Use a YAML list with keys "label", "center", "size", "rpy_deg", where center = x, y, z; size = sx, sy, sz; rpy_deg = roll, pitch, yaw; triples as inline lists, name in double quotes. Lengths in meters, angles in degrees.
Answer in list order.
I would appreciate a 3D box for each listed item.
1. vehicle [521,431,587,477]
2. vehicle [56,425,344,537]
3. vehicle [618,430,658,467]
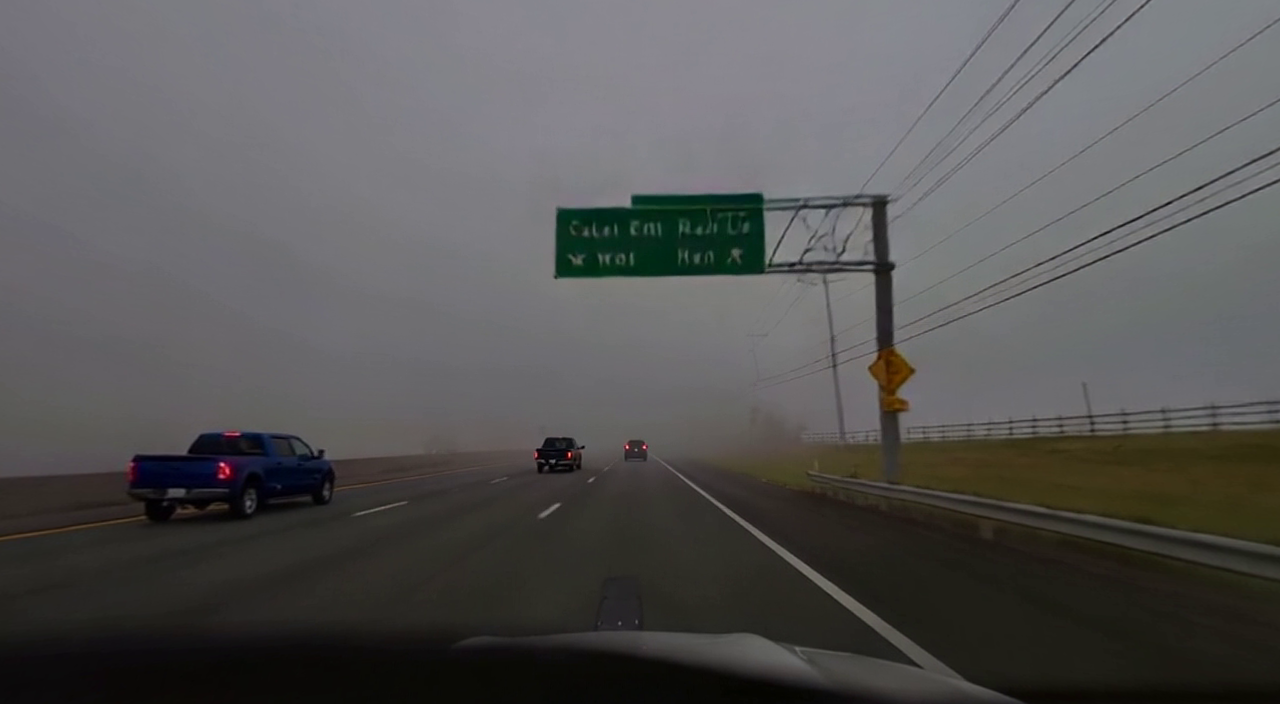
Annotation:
- label: "vehicle"
  center: [-3.718, 4.535, 28.180]
  size: [2.204, 1.812, 5.289]
  rpy_deg: [0, -9, 0]
- label: "vehicle"
  center: [-7.477, 2.218, 11.481]
  size: [2.013, 1.609, 4.446]
  rpy_deg: [-1, -9, 0]
- label: "vehicle"
  center: [-0.117, 6.098, 40.028]
  size: [2.358, 2.144, 4.713]
  rpy_deg: [-1, -9, 0]
